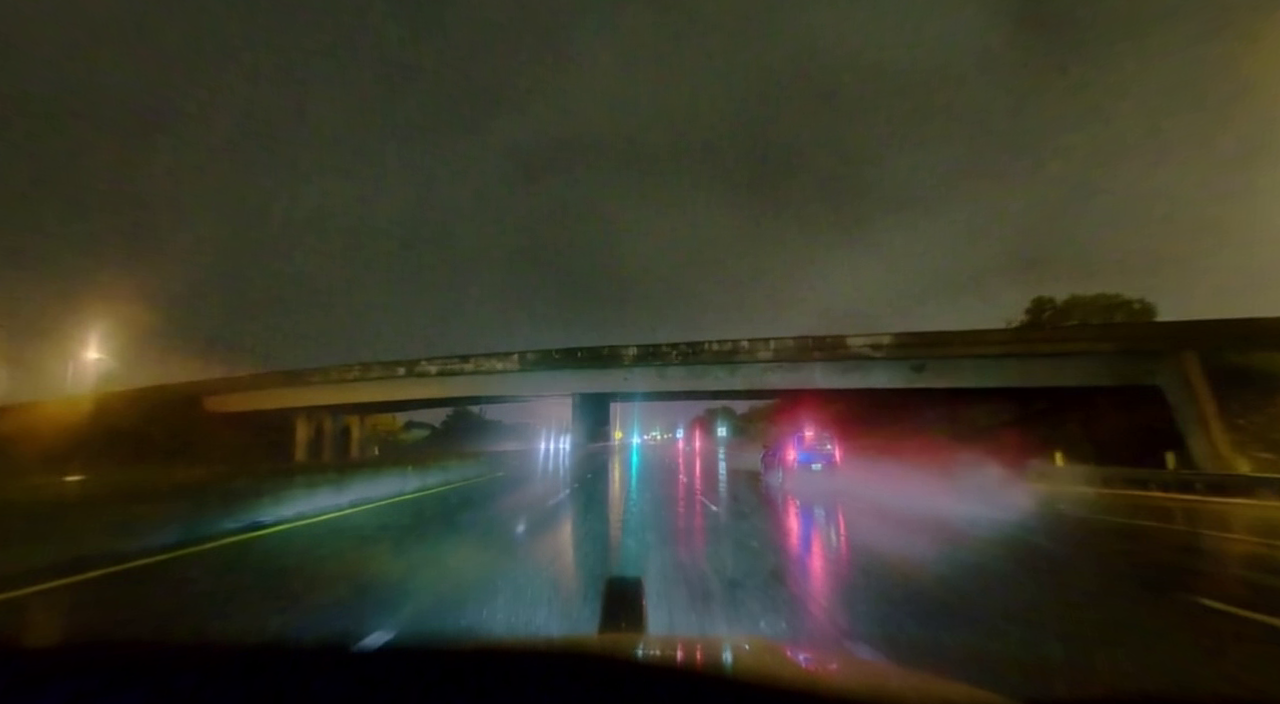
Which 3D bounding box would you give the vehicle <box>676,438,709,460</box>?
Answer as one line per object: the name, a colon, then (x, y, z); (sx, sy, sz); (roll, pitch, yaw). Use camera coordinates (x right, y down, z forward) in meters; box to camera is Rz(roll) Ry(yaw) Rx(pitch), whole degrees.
vehicle: (3.807, 7.053, 46.167); (1.949, 1.515, 4.374); (0, -8, -1)
